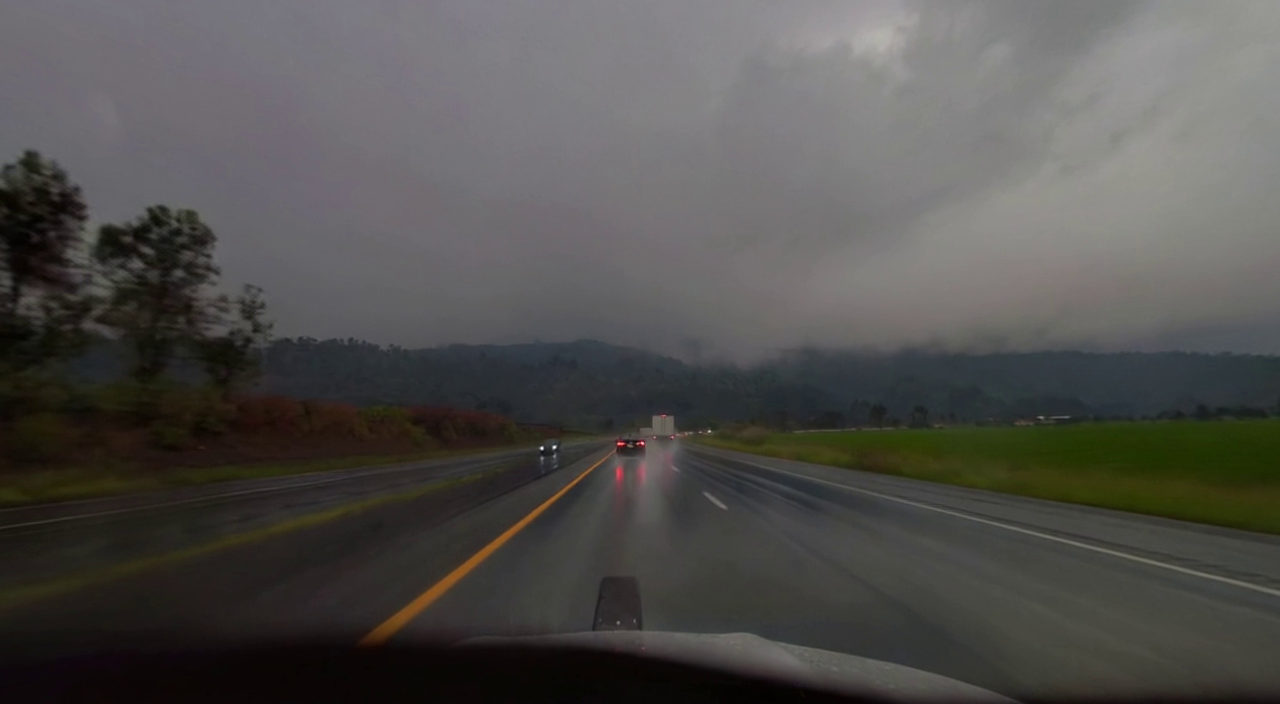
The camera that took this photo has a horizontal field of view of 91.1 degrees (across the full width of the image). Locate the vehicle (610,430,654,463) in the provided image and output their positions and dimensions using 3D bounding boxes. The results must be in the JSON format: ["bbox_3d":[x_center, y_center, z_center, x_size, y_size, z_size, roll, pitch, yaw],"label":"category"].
[{"bbox_3d":[-0.446,5.097,34.092,2.216,1.623,4.220,0,-8,-1],"label":"vehicle"}]
